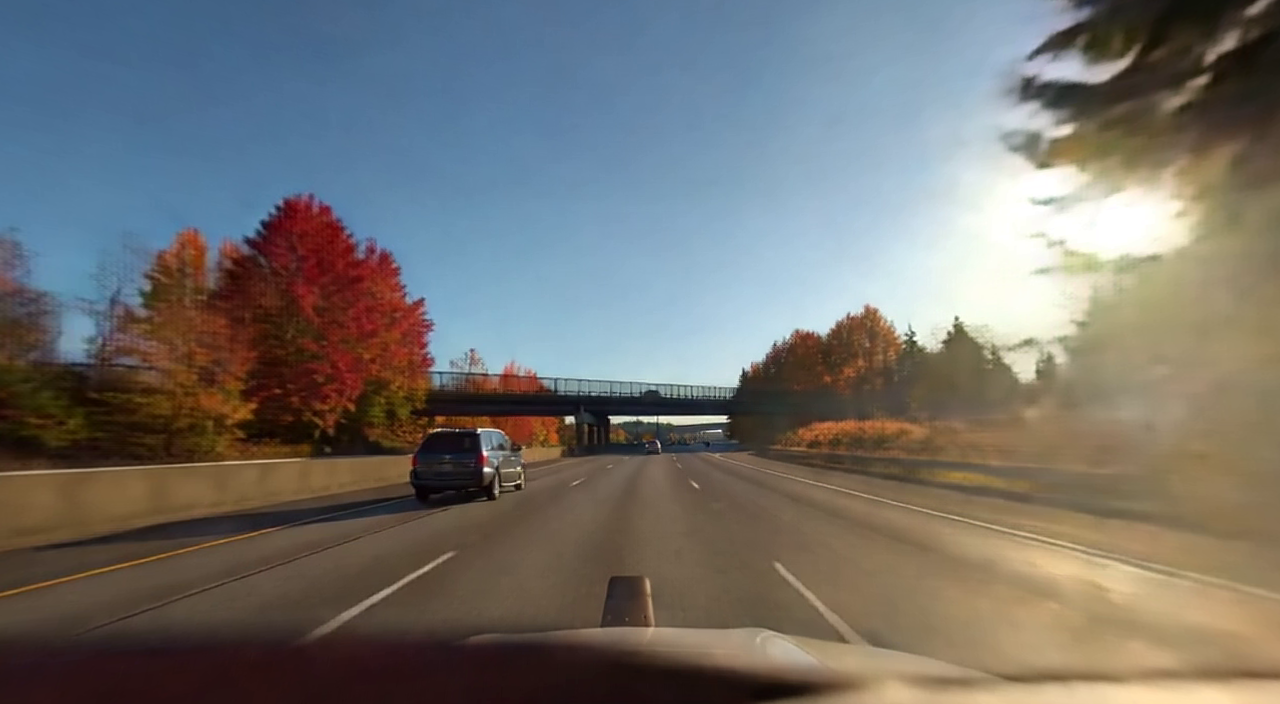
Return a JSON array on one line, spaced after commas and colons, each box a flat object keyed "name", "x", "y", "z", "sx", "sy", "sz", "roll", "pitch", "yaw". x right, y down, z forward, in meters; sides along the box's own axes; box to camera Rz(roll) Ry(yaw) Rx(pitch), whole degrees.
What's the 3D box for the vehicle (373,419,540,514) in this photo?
[{"name": "vehicle", "x": -3.684, "y": 2.397, "z": 13.675, "sx": 2.177, "sy": 1.707, "sz": 4.432, "roll": 0, "pitch": -8, "yaw": 2}]
